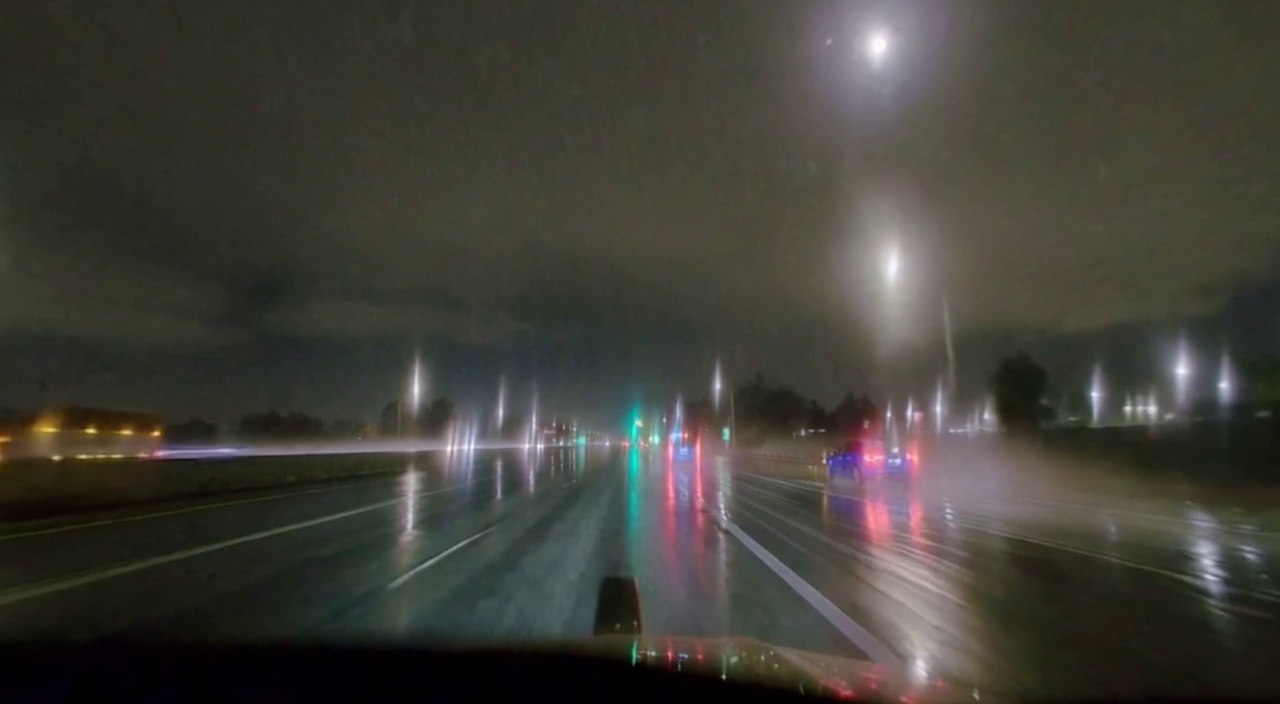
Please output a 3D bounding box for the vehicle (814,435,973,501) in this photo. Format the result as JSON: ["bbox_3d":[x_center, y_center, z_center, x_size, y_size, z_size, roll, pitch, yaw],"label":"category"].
[{"bbox_3d":[6.618,3.065,17.302,2.227,1.522,5.041,0,-8,-1],"label":"vehicle"}]

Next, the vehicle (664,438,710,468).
[{"bbox_3d":[2.655,5.848,36.647,2.270,1.615,3.770,0,-8,-1],"label":"vehicle"}]

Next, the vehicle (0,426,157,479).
[{"bbox_3d":[-44.014,7.633,48.478,3.302,3.459,13.357,0,-8,0],"label":"vehicle"}]
